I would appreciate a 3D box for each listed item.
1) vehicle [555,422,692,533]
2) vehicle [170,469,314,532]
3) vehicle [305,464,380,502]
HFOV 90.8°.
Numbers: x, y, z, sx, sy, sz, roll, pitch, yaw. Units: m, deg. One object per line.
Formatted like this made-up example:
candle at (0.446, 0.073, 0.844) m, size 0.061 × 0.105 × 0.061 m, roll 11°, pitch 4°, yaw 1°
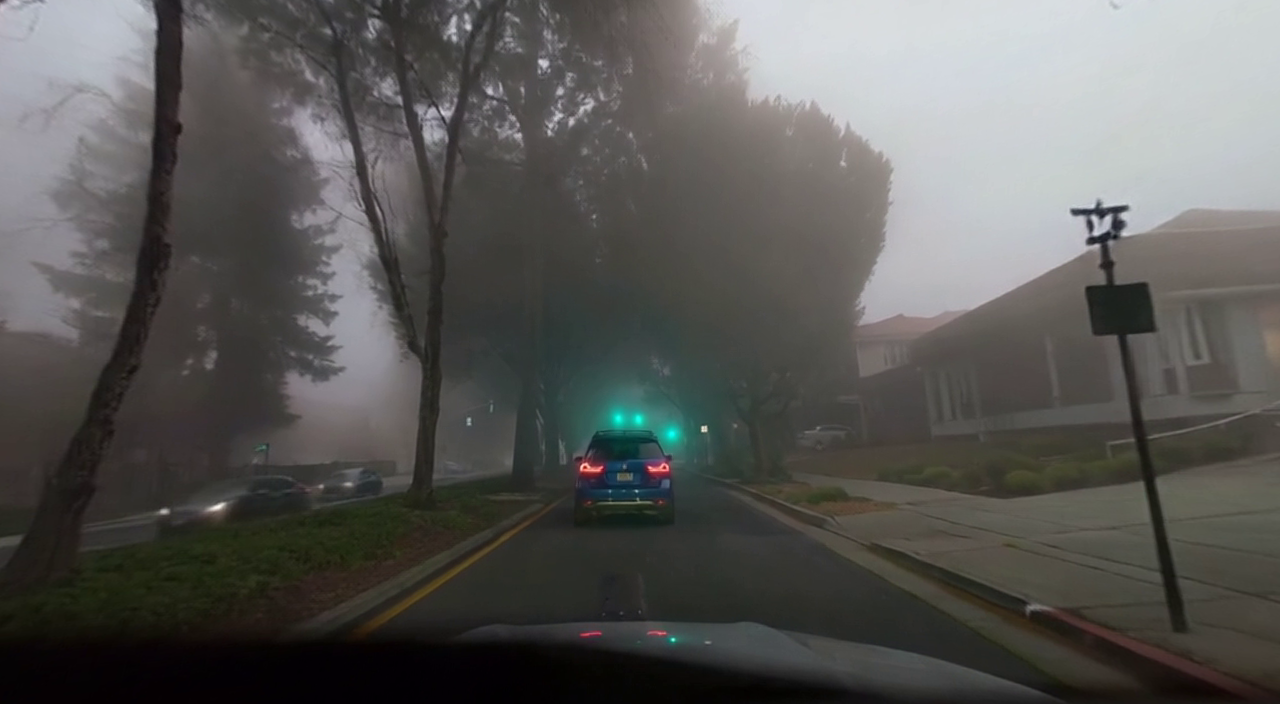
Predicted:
vehicle at (-0.295, 2.253, 11.877) m, size 2.136 × 1.703 × 3.910 m, roll 0°, pitch -8°, yaw -1°
vehicle at (-12.152, 4.523, 19.701) m, size 1.714 × 1.578 × 4.218 m, roll 0°, pitch -8°, yaw 0°
vehicle at (-15.673, 6.902, 33.534) m, size 1.785 × 1.699 × 4.328 m, roll 0°, pitch -8°, yaw 0°
